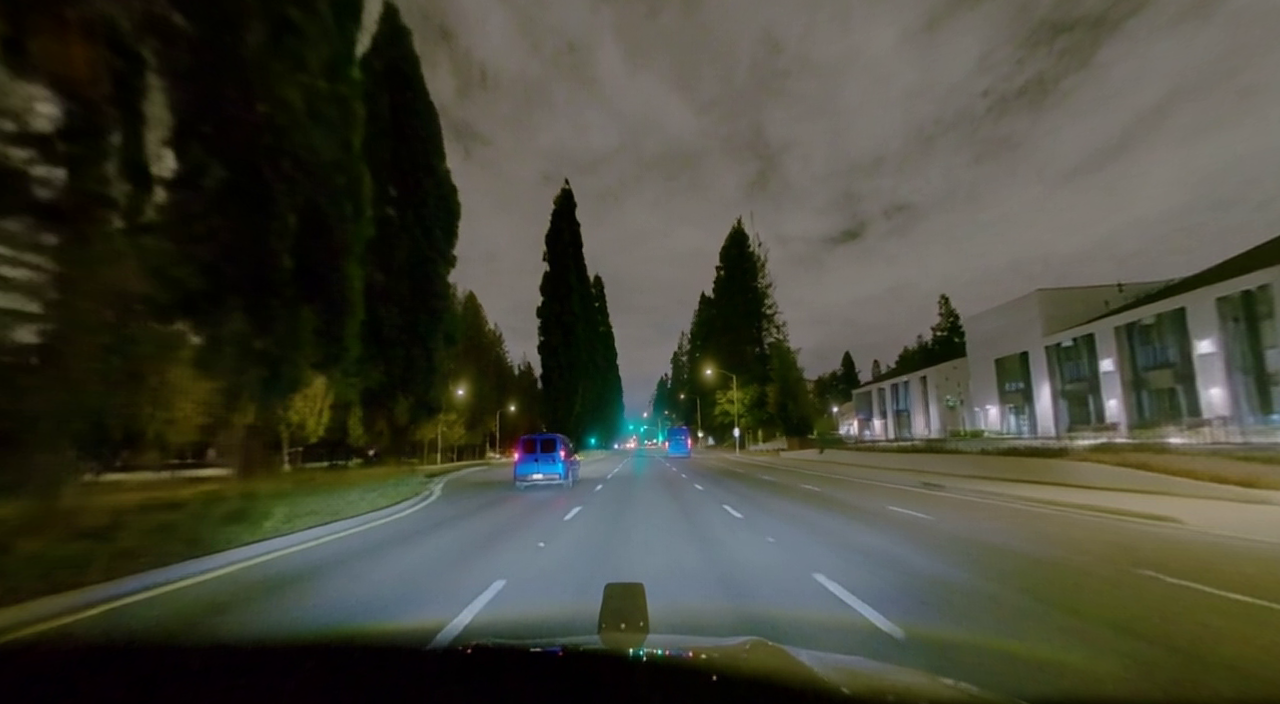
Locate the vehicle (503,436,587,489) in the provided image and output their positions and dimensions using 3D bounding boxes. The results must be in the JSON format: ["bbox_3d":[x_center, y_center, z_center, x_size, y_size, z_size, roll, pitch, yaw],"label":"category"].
[{"bbox_3d":[-3.105,3.746,21.672,2.129,1.602,4.532,0,-8,1],"label":"vehicle"}]
